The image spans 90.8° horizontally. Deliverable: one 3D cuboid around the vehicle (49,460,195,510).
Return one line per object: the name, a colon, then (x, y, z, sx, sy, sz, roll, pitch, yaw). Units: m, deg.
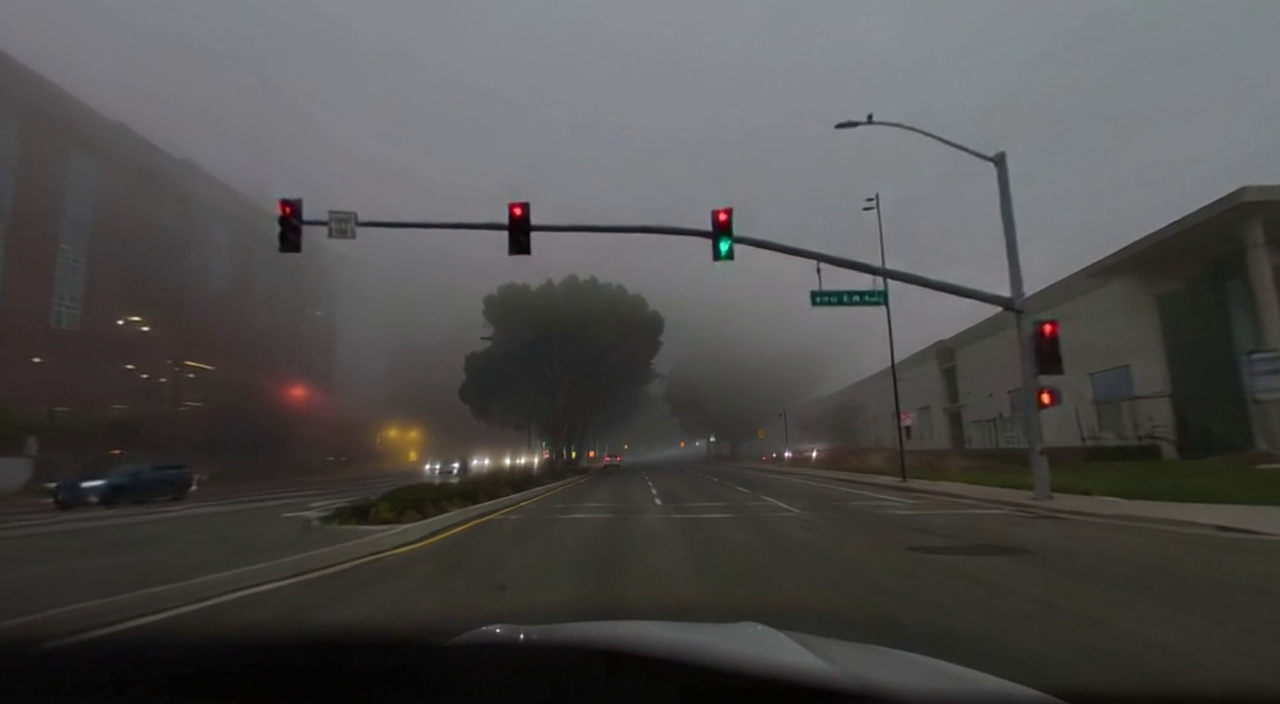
vehicle: (-19.362, 4.937, 23.934, 1.851, 1.502, 4.398, -3, -8, 0)
